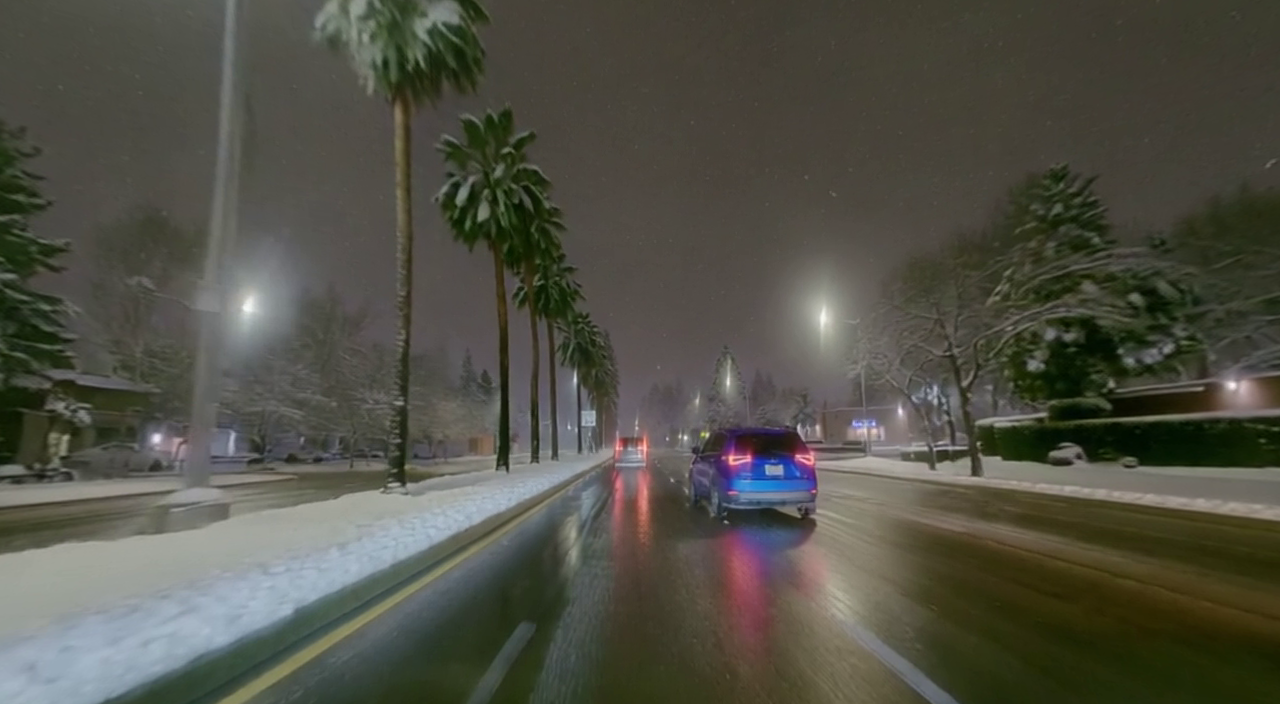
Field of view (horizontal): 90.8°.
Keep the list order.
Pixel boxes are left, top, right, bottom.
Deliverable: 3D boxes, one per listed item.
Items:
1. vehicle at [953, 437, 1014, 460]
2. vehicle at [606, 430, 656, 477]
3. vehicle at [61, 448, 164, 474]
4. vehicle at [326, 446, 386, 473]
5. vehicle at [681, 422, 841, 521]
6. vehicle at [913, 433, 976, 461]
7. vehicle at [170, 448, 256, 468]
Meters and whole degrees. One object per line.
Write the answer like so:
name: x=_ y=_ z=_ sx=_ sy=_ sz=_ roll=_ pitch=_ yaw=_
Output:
vehicle: x=23.900 y=6.733 z=44.106 sx=2.004 sy=1.519 sz=3.714 roll=0 pitch=-8 yaw=-3
vehicle: x=-0.386 y=4.305 z=26.966 sx=1.981 sy=1.854 sz=3.983 roll=0 pitch=-8 yaw=-1
vehicle: x=-31.756 y=6.578 z=38.096 sx=4.404 sy=1.487 sz=1.868 roll=0 pitch=-8 yaw=-3
vehicle: x=-19.897 y=7.534 z=44.480 sx=2.029 sy=1.723 sz=4.639 roll=0 pitch=-8 yaw=1
vehicle: x=2.254 y=2.390 z=13.201 sx=2.239 sy=1.693 sz=4.301 roll=0 pitch=-8 yaw=-3
vehicle: x=21.134 y=6.591 z=44.038 sx=1.894 sy=1.784 sz=4.571 roll=0 pitch=-8 yaw=-3
vehicle: x=-32.216 y=7.965 z=47.755 sx=4.903 sy=1.451 sz=2.031 roll=0 pitch=-8 yaw=-2
